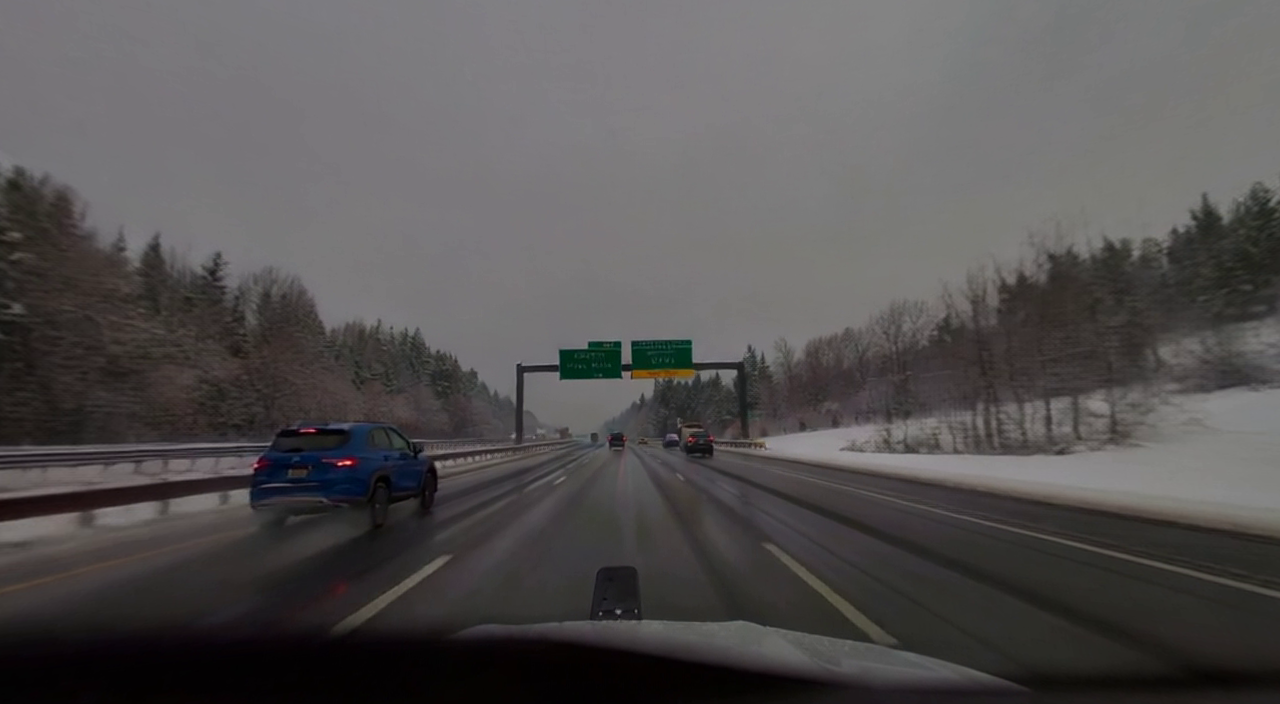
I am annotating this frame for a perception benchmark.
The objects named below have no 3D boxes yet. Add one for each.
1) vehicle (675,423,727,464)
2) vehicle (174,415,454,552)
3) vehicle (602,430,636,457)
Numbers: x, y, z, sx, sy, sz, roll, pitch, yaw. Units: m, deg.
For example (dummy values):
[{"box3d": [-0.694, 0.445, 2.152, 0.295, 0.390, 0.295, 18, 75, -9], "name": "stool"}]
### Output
[{"box3d": [2.940, 4.485, 30.988, 1.976, 1.905, 3.263, 0, -7, -4], "name": "vehicle"}, {"box3d": [-4.441, 1.811, 9.502, 2.100, 1.590, 4.077, 0, -7, -1], "name": "vehicle"}, {"box3d": [-1.392, 6.061, 41.886, 2.159, 1.690, 3.720, 0, -7, -3], "name": "vehicle"}]
